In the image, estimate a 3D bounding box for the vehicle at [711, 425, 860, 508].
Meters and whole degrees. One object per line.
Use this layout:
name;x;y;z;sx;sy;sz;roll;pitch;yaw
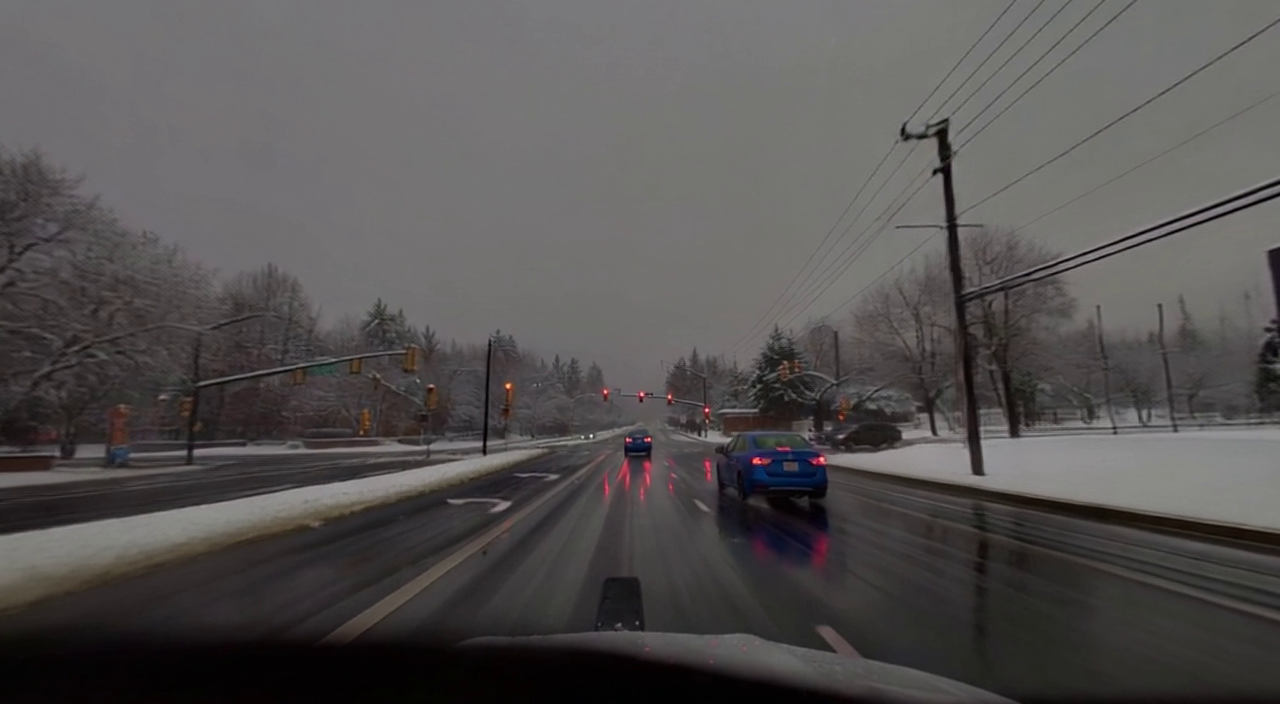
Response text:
vehicle;2.795;2.313;13.262;2.004;1.448;4.263;0;-8;-2

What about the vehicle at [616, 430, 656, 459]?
vehicle;-0.222;5.106;34.988;2.110;1.466;3.860;0;-8;-1
